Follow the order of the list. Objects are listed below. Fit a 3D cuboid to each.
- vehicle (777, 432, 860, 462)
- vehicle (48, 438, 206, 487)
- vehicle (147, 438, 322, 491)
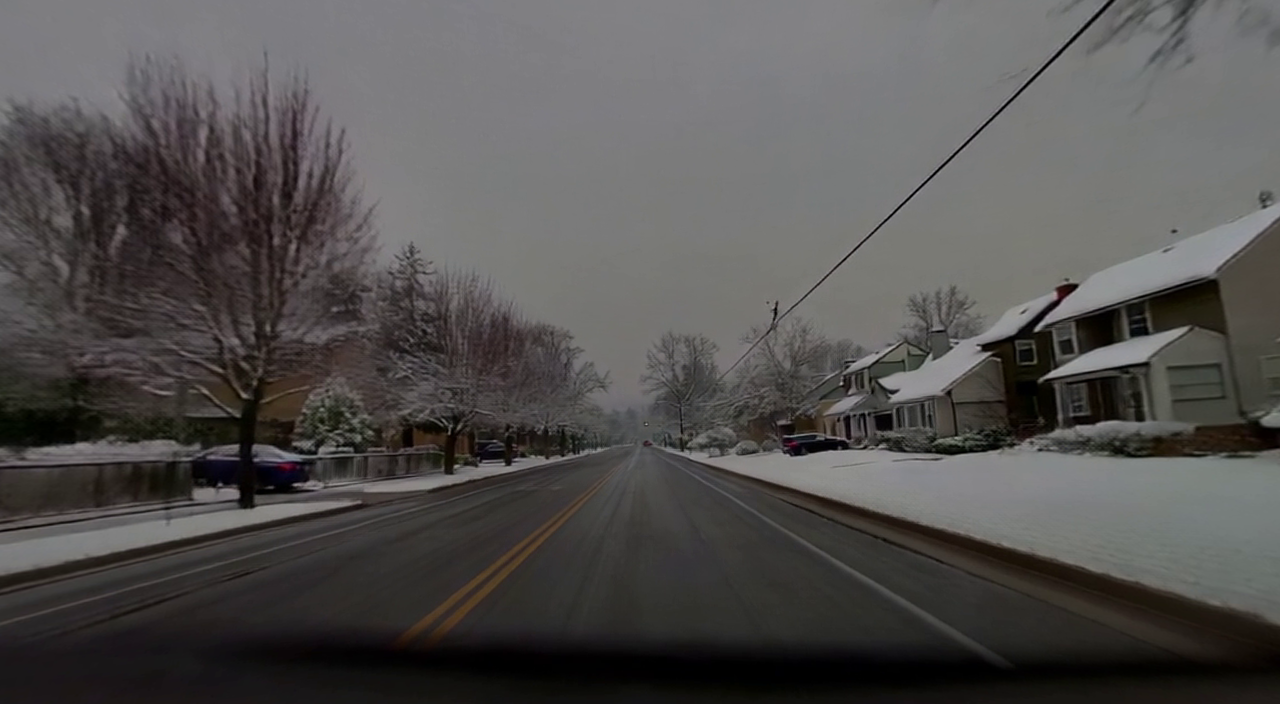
[{"bbox_3d":[10.727,5.751,38.223,4.449,1.765,1.917,-1,-9,4],"label":"vehicle"},{"bbox_3d":[-19.615,4.218,24.385,4.455,1.707,1.939,6,-11,-38],"label":"vehicle"},{"bbox_3d":[-13.741,3.815,21.629,4.587,1.722,1.906,0,-9,-1],"label":"vehicle"}]
